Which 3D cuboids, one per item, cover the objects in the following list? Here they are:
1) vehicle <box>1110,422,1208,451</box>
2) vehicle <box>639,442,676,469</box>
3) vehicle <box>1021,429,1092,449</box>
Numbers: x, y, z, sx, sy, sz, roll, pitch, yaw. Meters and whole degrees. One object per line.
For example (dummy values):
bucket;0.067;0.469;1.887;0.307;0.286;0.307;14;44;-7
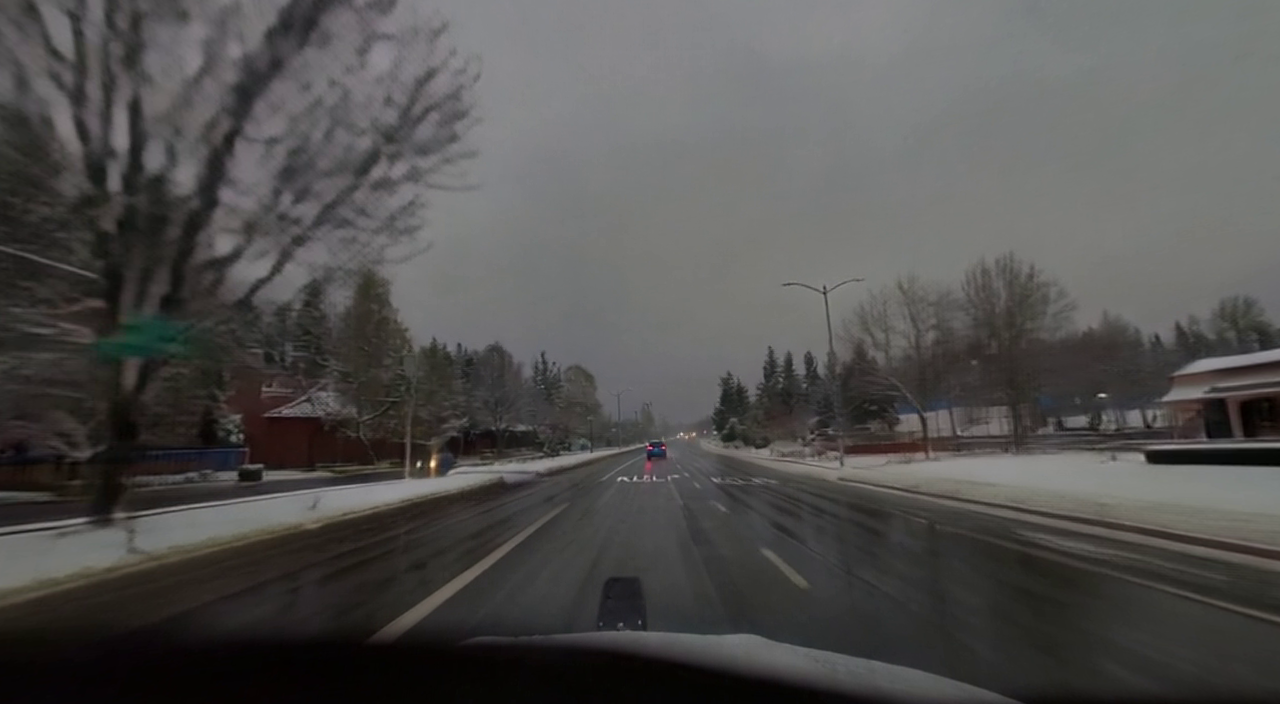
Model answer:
vehicle;31.521;5.181;38.213;4.051;1.475;1.949;-3;-9;2
vehicle;1.046;6.334;38.553;2.144;1.505;4.128;-1;-9;1
vehicle;32.182;6.762;48.533;4.002;1.501;2.000;0;-9;0
